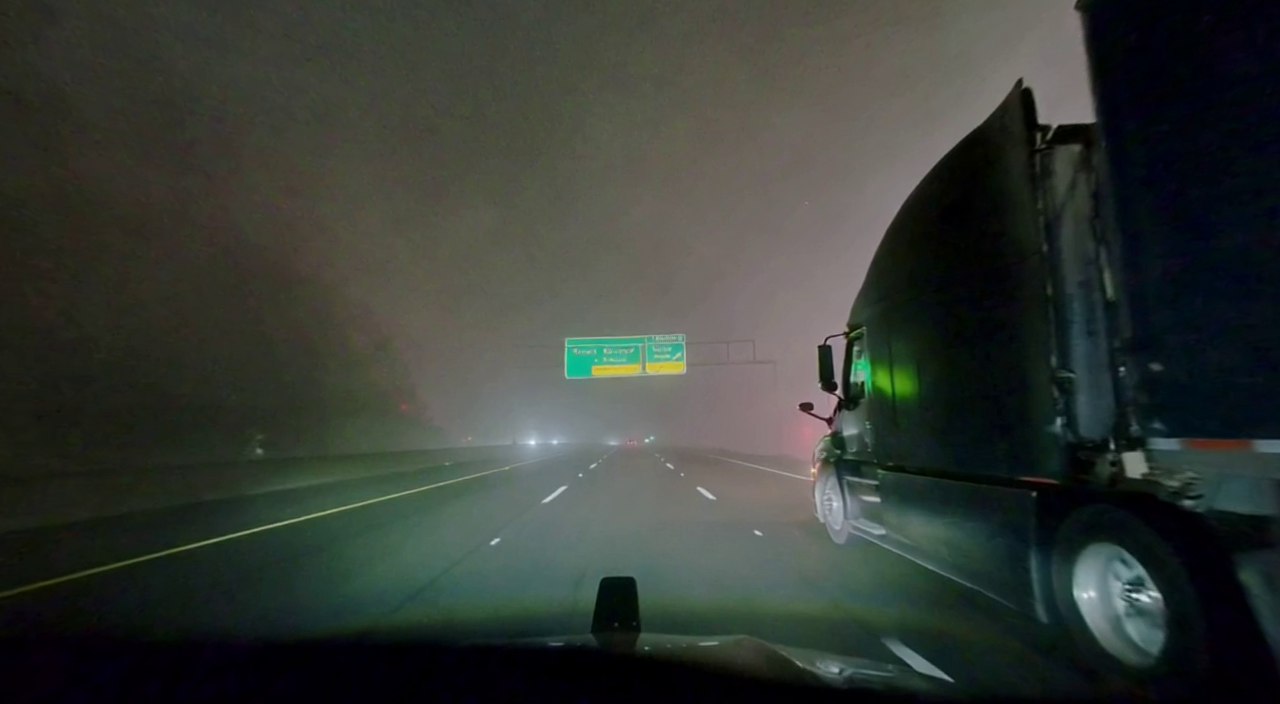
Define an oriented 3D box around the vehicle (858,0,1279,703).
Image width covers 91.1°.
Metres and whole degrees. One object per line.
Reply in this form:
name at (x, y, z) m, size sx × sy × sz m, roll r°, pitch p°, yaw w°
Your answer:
vehicle at (4.169, -0.264, 2.696) m, size 3.246 × 4.187 × 8.893 m, roll 1°, pitch -8°, yaw 0°
